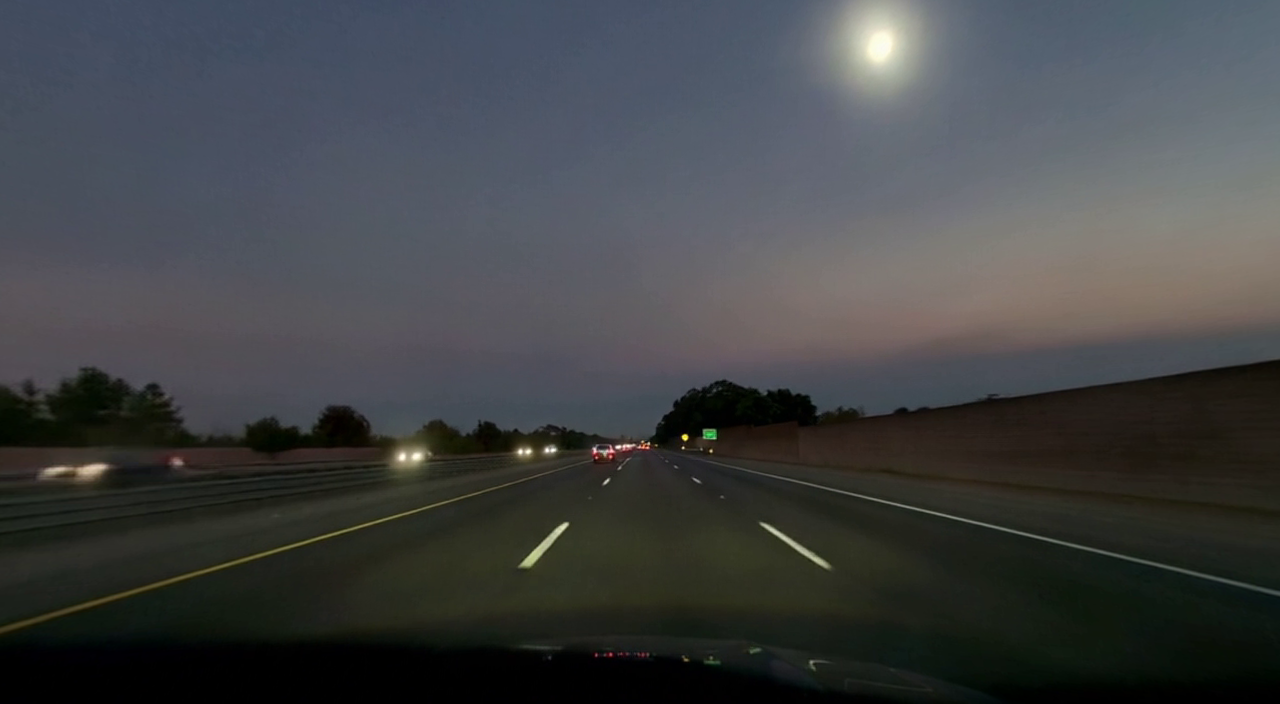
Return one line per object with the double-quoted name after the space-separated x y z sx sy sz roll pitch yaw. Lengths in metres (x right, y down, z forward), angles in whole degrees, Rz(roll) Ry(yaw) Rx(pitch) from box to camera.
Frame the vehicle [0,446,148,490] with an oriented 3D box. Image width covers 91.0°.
-24.042 4.883 26.942 1.975 1.714 4.818 0 -9 1 "vehicle"
